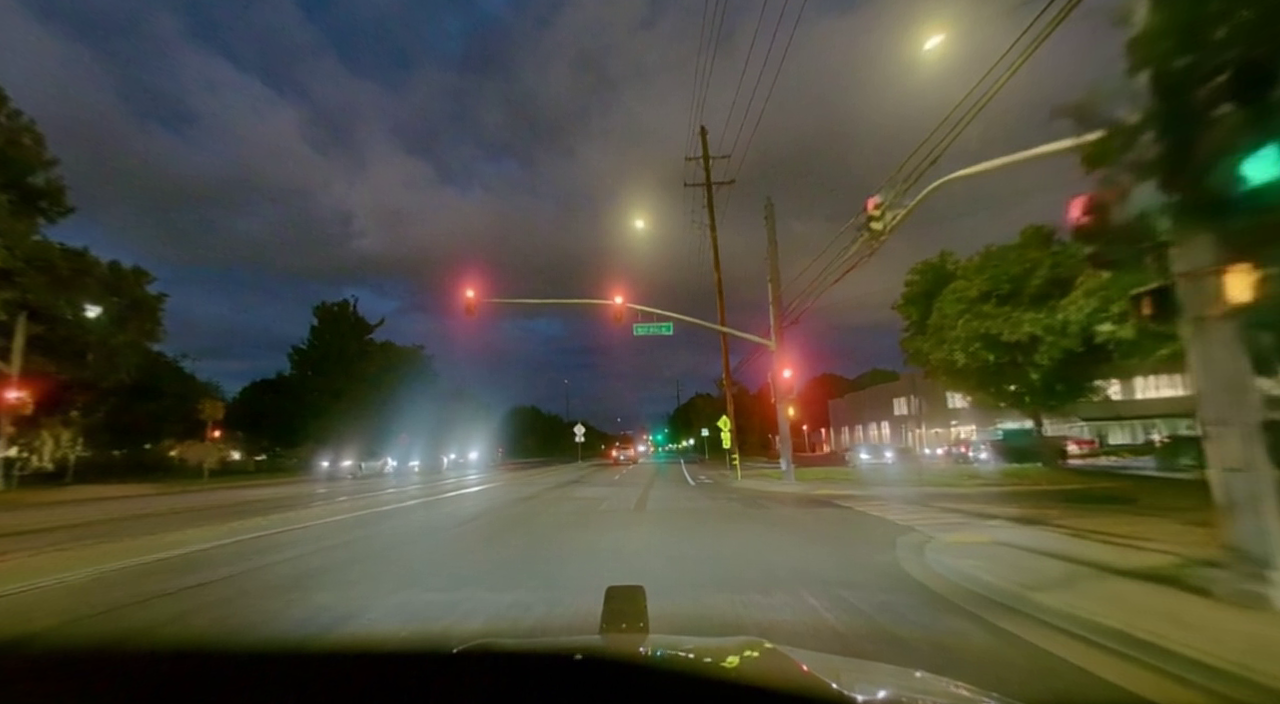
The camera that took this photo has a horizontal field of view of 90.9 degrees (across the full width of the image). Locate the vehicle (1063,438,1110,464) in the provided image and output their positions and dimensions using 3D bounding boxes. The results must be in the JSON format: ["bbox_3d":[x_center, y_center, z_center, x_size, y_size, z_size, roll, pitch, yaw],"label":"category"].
[{"bbox_3d":[29.454,6.513,41.667,1.740,1.414,3.875,-6,-7,25],"label":"vehicle"}]

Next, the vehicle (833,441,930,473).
[{"bbox_3d":[12.821,5.557,33.809,1.897,1.532,4.694,3,-9,-27],"label":"vehicle"}]

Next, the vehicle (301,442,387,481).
[{"bbox_3d":[-15.527,5.758,33.406,2.112,1.880,4.479,-1,-8,4],"label":"vehicle"}]

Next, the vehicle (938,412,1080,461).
[{"bbox_3d":[19.080,4.496,32.951,2.609,2.332,5.734,4,-10,-26],"label":"vehicle"}]

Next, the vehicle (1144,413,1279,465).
[{"bbox_3d":[25.758,3.724,26.780,2.370,2.038,6.186,4,-9,-24],"label":"vehicle"}]

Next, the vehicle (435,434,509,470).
[{"bbox_3d":[-11.538,6.922,43.832,2.798,2.249,6.296,-1,-8,6],"label":"vehicle"}]

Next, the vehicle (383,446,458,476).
[{"bbox_3d":[-12.054,6.017,34.985,2.090,1.519,4.919,-1,-8,4],"label":"vehicle"}]
